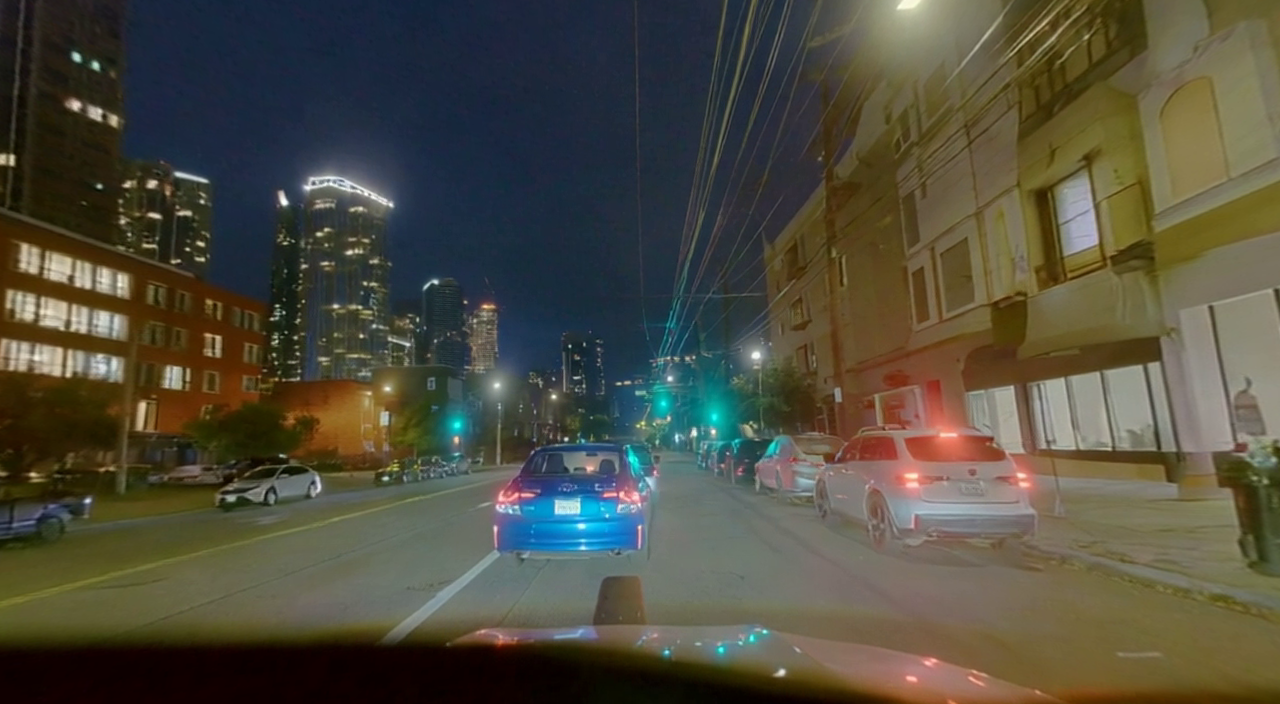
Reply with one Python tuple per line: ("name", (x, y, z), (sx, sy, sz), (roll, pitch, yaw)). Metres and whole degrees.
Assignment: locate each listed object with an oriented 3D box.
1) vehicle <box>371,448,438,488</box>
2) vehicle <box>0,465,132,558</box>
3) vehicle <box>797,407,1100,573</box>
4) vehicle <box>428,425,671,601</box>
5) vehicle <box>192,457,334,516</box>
("vehicle", (-11.921, 5.866, 32.237), (2.011, 1.687, 4.079), (-5, -8, -3))
("vehicle", (-11.913, 2.909, 11.300), (1.850, 1.487, 4.711), (-3, -8, -1))
("vehicle", (3.790, 1.768, 8.890), (1.967, 1.721, 4.410), (0, -8, -1))
("vehicle", (-0.752, 1.691, 7.636), (2.019, 1.453, 4.603), (0, -8, 0))
("vehicle", (-11.888, 4.217, 20.338), (1.868, 1.491, 4.367), (-3, -8, 0))
